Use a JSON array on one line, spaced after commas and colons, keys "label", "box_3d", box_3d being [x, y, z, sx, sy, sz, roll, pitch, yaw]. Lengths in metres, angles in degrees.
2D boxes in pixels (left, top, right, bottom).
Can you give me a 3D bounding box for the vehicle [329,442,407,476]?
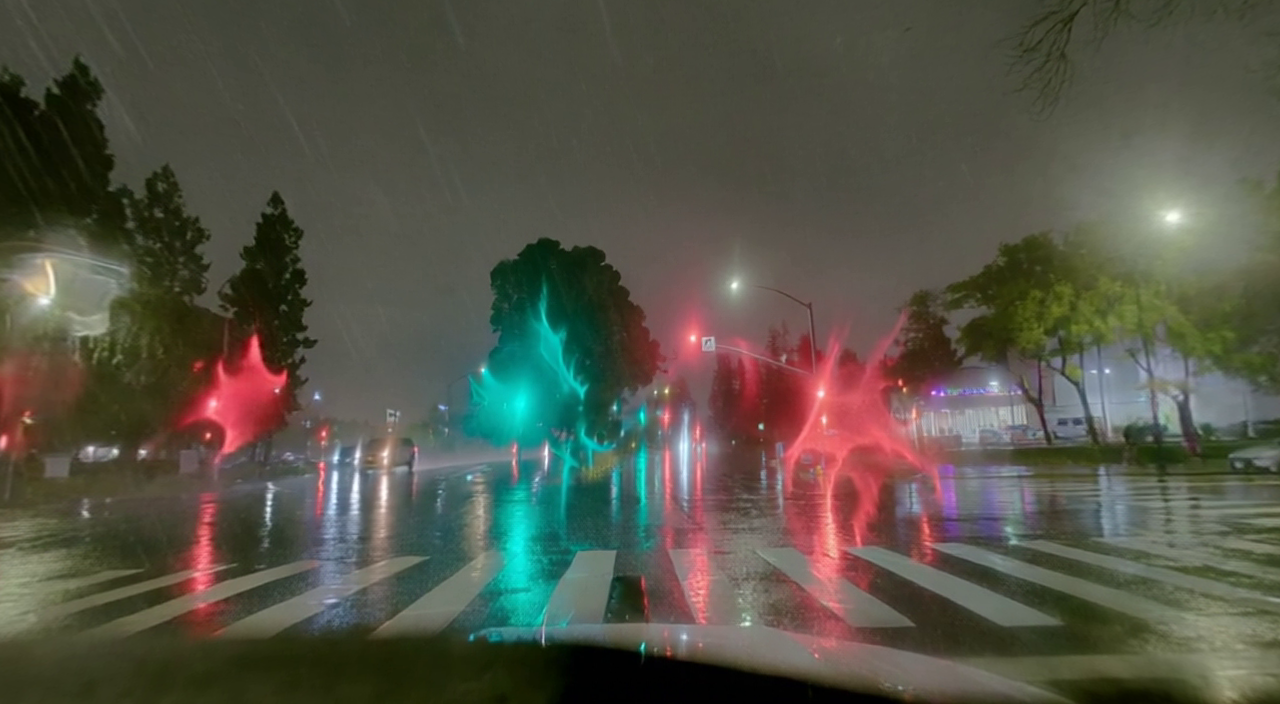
[{"label": "vehicle", "box_3d": [-14.848, 5.839, 34.754, 2.169, 1.753, 4.640, 0, -8, 1]}]
